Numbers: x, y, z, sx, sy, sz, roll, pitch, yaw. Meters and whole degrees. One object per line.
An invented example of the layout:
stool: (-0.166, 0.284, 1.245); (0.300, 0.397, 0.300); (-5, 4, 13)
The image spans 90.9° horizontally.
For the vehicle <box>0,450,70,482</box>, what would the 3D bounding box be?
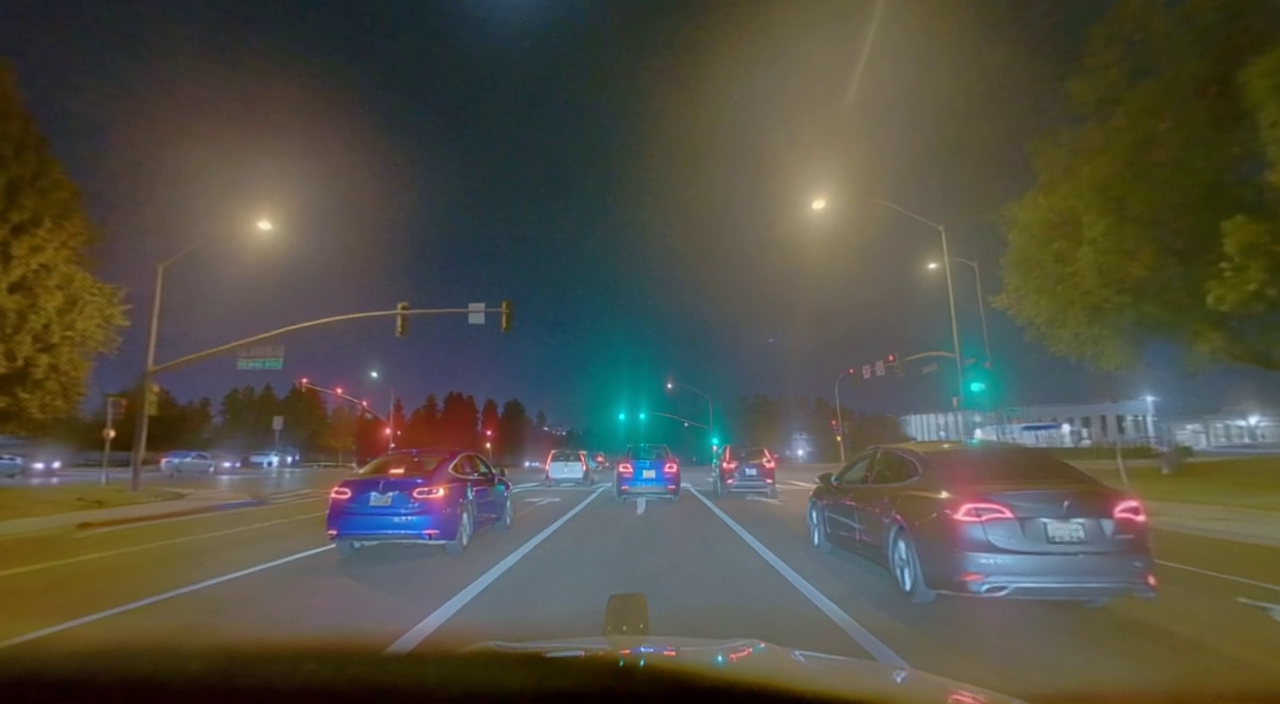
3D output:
vehicle: (-38.012, 6.879, 37.986); (5.268, 1.770, 2.107); (-2, -9, 1)

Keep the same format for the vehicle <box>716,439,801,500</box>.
vehicle: (3.654, 3.695, 20.238); (1.938, 1.732, 4.006); (0, -8, 0)

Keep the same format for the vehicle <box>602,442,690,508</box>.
vehicle: (0.098, 3.319, 17.496); (2.144, 1.563, 4.218); (0, -9, -1)

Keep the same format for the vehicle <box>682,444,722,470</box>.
vehicle: (4.051, 6.948, 42.029); (2.138, 1.624, 4.417); (0, -8, -1)

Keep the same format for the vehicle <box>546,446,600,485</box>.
vehicle: (-2.879, 4.939, 27.818); (2.089, 1.537, 4.073); (0, -8, -2)

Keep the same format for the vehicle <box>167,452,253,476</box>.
vehicle: (-30.243, 7.872, 44.415); (4.427, 1.629, 2.213); (-1, -8, 2)

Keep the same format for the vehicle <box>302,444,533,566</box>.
vehicle: (-3.151, 2.238, 10.094); (2.015, 1.478, 4.407); (-1, -8, 1)

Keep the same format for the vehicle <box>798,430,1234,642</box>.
vehicle: (3.342, 1.691, 6.986); (1.951, 1.522, 4.614); (0, -8, 0)

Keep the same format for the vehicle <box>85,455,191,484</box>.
vehicle: (-29.689, 6.947, 37.370); (4.551, 1.533, 2.070); (-1, -8, 2)
